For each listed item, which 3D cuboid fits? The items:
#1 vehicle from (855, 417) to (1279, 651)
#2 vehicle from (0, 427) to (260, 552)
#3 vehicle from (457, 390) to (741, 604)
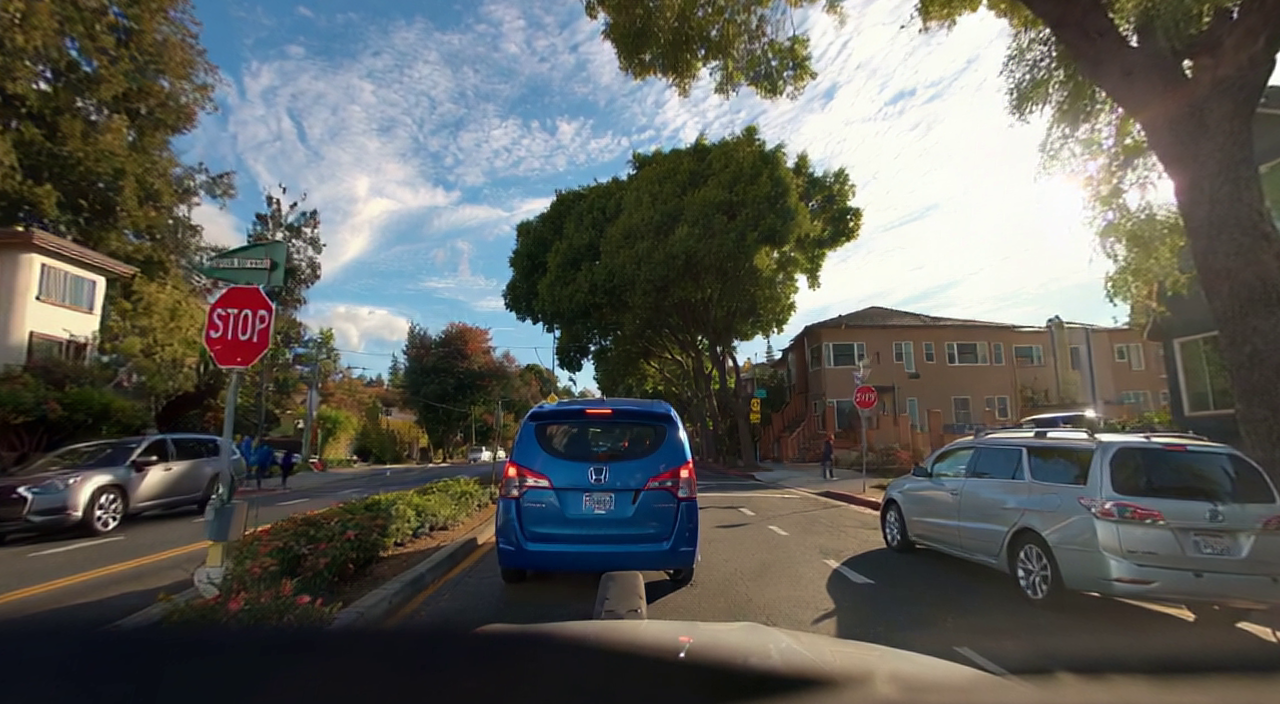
[{"bbox_3d":[4.219,1.679,6.906,1.959,1.581,4.731,4,-9,-2],"label":"vehicle"},{"bbox_3d":[-8.291,2.019,10.054,1.825,1.532,4.083,-3,-7,2],"label":"vehicle"},{"bbox_3d":[-0.371,1.569,7.704,2.377,1.787,4.652,0,-8,-1],"label":"vehicle"}]
